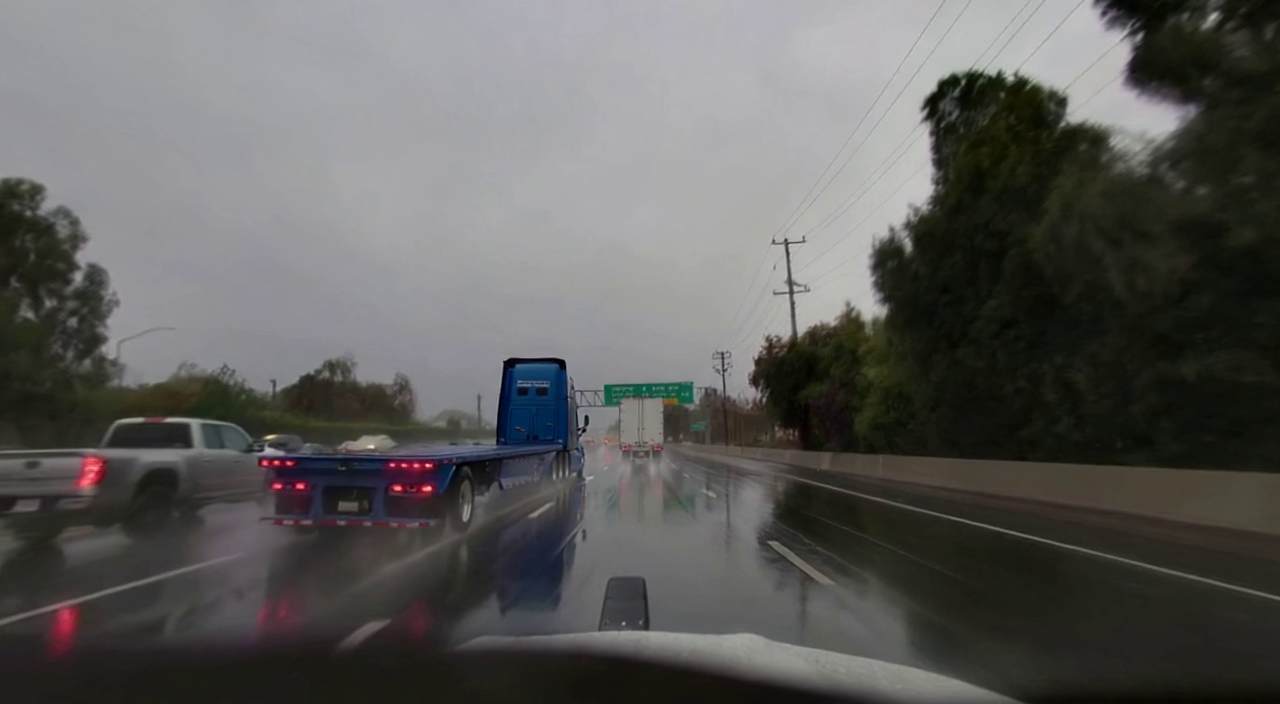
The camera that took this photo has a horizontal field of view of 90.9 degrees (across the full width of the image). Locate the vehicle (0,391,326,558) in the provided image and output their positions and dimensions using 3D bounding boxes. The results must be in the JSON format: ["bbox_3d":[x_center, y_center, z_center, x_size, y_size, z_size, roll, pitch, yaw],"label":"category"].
[{"bbox_3d":[-7.447,1.797,9.924,2.168,1.897,5.308,0,-9,1],"label":"vehicle"}]

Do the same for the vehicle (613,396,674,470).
[{"bbox_3d":[0.119,4.708,35.752,2.941,3.604,9.851,0,-9,-1],"label":"vehicle"}]

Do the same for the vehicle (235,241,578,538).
[{"bbox_3d":[-3.887,1.628,16.454,2.875,4.083,15.756,0,-9,0],"label":"vehicle"}]
